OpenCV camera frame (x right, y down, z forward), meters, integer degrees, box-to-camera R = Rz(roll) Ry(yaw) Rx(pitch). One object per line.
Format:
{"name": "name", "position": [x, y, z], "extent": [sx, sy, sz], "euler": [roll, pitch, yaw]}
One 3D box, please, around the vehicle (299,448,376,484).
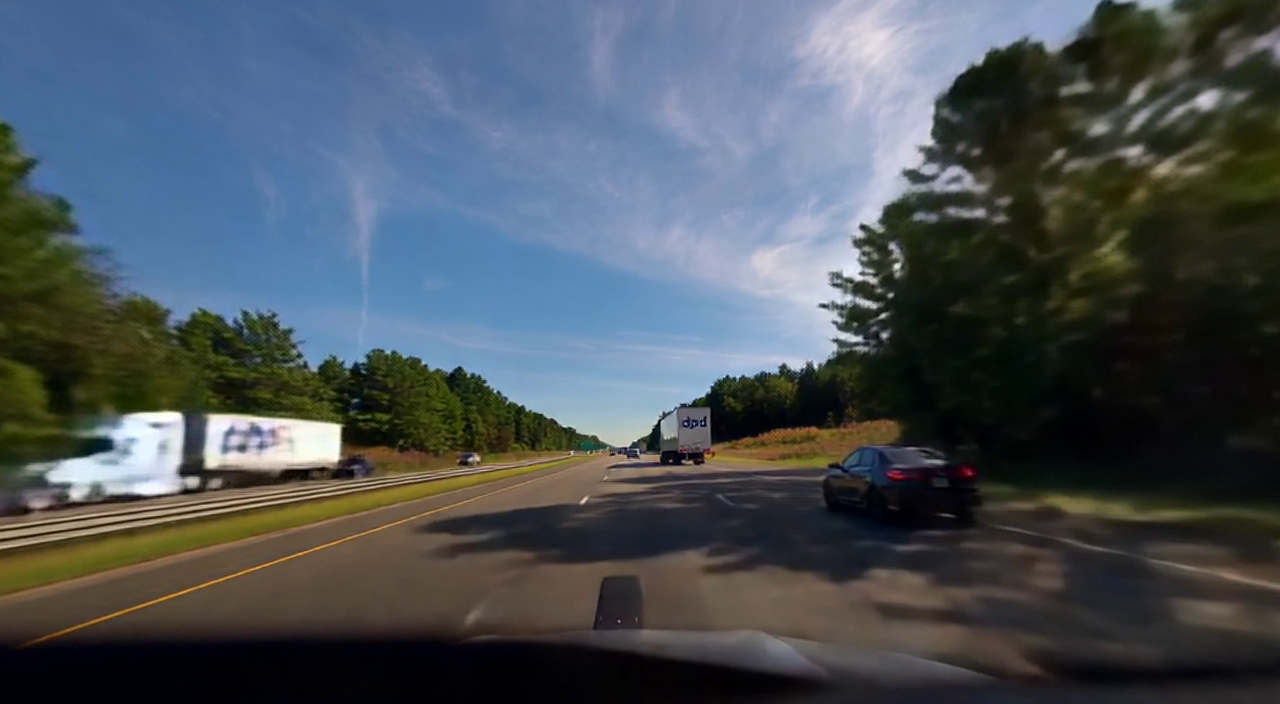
{"name": "vehicle", "position": [-17.062, 6.425, 35.785], "extent": [2.063, 1.857, 4.825], "euler": [0, -9, -1]}

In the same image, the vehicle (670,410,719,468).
{"name": "vehicle", "position": [3.895, 6.555, 46.911], "extent": [2.856, 3.933, 8.334], "euler": [0, -9, 0]}

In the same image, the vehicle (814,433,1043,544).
{"name": "vehicle", "position": [4.457, 2.150, 10.486], "extent": [1.910, 1.474, 3.776], "euler": [0, -9, -2]}

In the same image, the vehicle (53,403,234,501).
{"name": "vehicle", "position": [-21.415, 4.377, 27.695], "extent": [2.936, 3.817, 5.912], "euler": [0, -9, 0]}
